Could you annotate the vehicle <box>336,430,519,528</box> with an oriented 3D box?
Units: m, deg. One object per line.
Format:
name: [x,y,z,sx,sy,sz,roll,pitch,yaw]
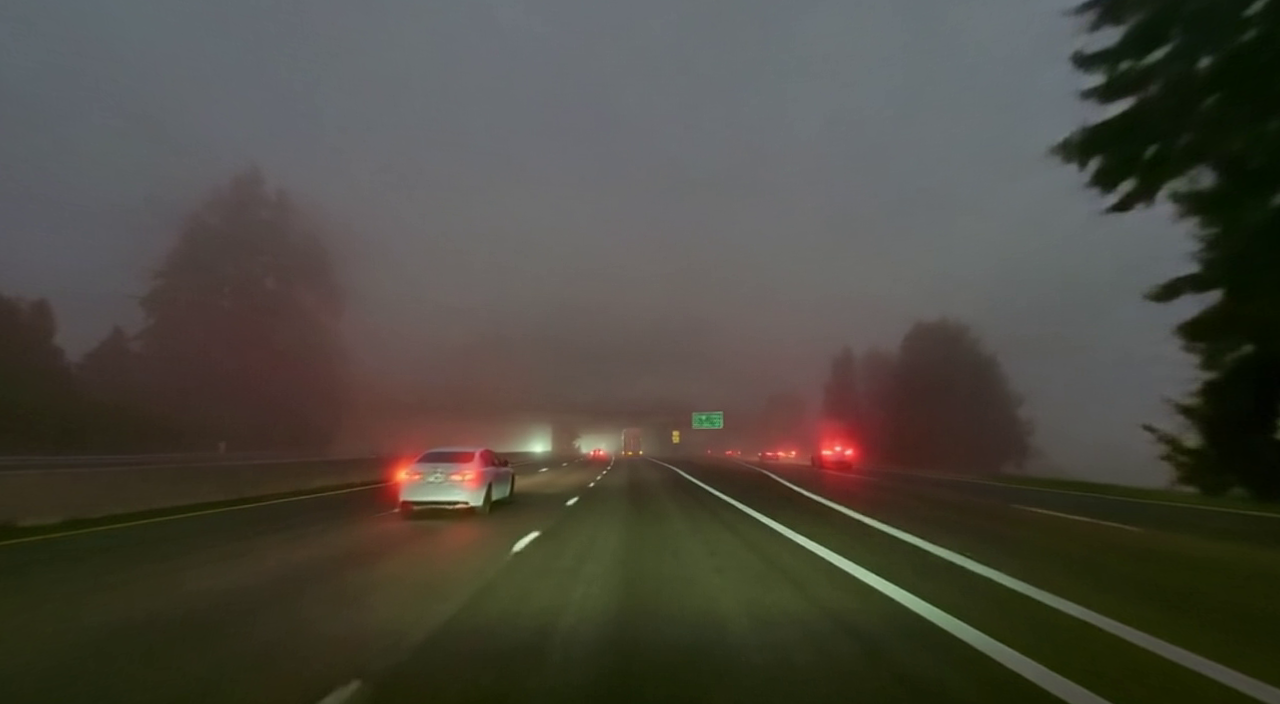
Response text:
vehicle: [-3.821,2.365,12.260,2.070,1.564,4.145,0,-9,1]
